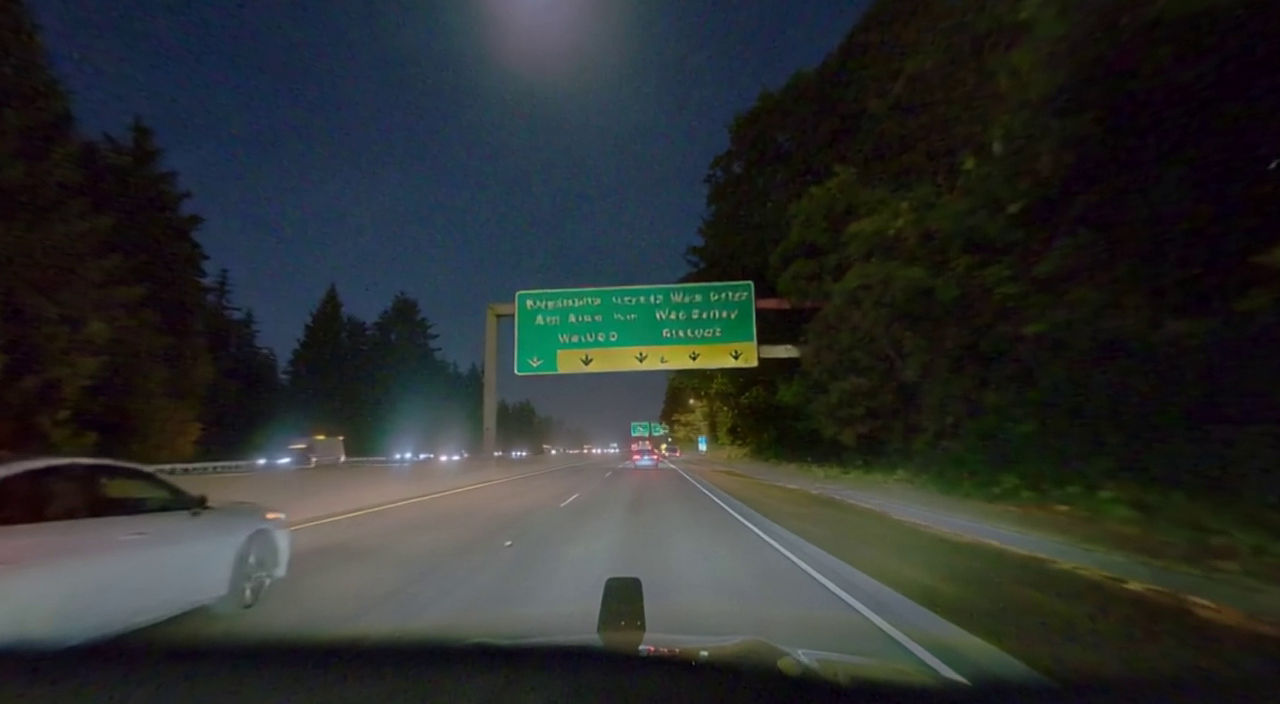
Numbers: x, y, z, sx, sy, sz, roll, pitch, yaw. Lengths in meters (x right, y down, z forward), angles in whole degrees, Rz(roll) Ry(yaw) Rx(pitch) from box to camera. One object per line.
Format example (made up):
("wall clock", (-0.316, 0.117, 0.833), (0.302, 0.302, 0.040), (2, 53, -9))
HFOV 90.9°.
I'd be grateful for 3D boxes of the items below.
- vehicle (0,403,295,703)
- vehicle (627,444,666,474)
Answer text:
("vehicle", (-4.187, 1.071, 3.352), (2.081, 1.534, 4.543), (0, -9, 1))
("vehicle", (0.311, 5.629, 33.157), (1.960, 1.456, 3.818), (0, -9, 0))
